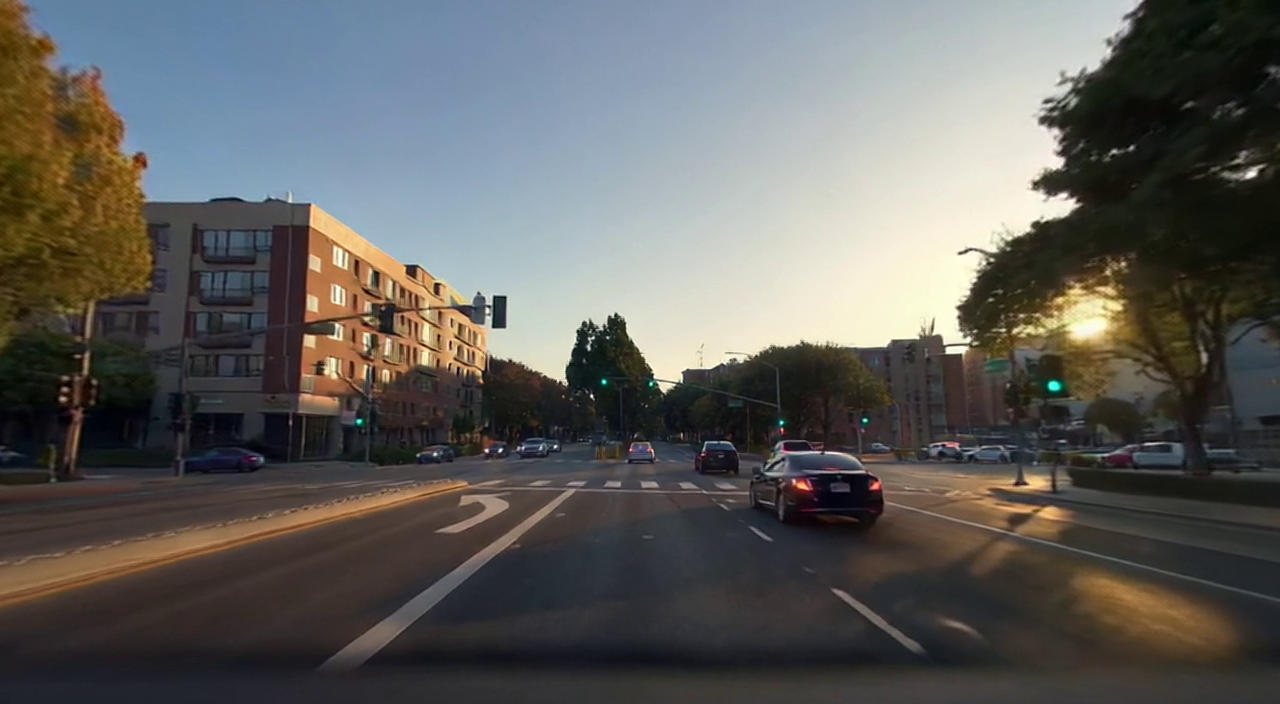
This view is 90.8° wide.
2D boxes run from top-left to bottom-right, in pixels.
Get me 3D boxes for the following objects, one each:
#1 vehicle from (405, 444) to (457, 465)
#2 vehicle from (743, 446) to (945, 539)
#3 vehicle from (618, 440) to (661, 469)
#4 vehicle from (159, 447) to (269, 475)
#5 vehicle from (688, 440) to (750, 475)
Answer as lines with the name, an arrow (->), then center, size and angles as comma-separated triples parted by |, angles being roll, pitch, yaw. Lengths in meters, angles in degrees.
vehicle -> -15.271, 7.477, 46.363 | 2.144, 1.463, 4.701 | 0, -8, 1
vehicle -> 3.306, 2.351, 11.340 | 2.080, 1.321, 4.382 | 0, -8, -1
vehicle -> -0.036, 5.487, 34.046 | 2.143, 1.480, 4.006 | 0, -8, 0
vehicle -> -23.911, 6.111, 35.592 | 4.751, 1.501, 2.147 | -1, -8, 5
vehicle -> 3.636, 4.926, 29.849 | 2.226, 1.490, 4.593 | 0, -8, -1
